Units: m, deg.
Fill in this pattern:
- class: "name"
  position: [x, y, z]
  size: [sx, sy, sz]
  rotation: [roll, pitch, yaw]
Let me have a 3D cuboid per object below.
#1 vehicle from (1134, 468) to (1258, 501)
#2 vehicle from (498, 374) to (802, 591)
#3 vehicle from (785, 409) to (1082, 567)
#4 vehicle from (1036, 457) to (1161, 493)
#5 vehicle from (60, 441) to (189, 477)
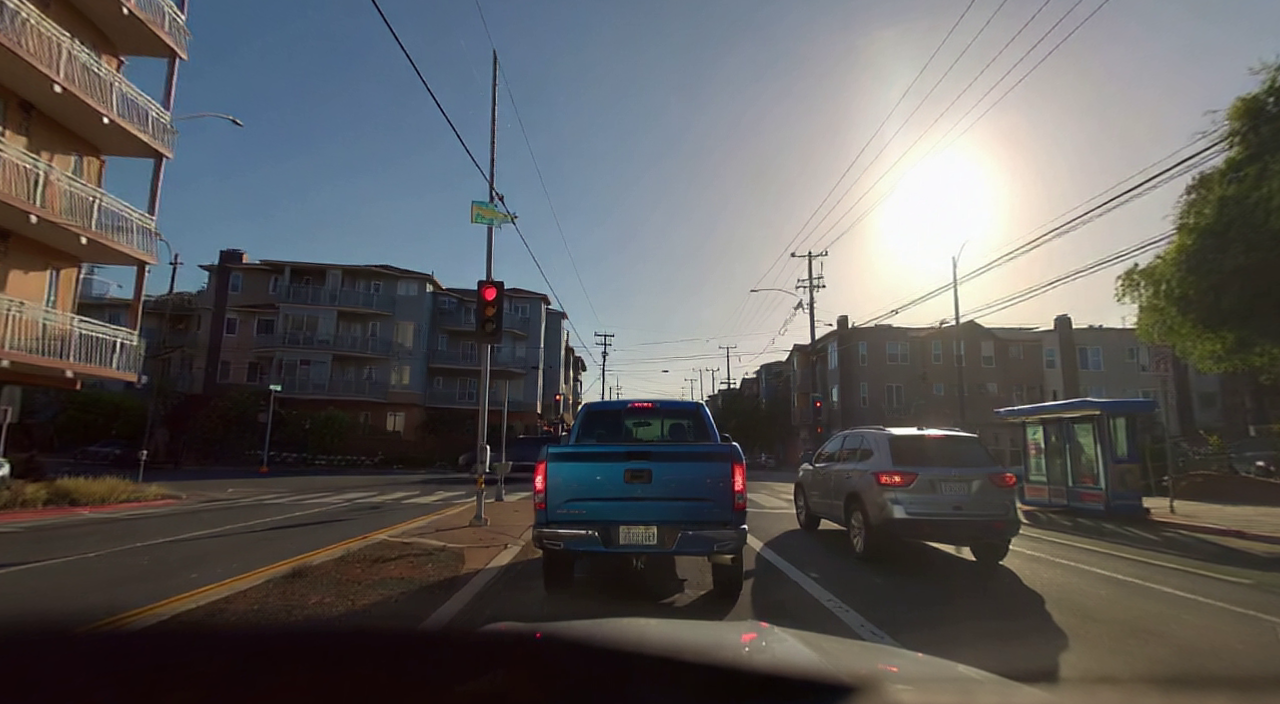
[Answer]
- class: "vehicle"
  position: [26.377, 6.287, 30.003]
  size: [4.071, 1.388, 1.884]
  rotation: [0, -8, 1]
- class: "vehicle"
  position: [0.118, 1.555, 8.317]
  size: [2.738, 1.959, 5.070]
  rotation: [0, -8, 1]
- class: "vehicle"
  position: [3.843, 1.873, 9.500]
  size: [2.131, 1.759, 4.762]
  rotation: [0, -8, -1]
- class: "vehicle"
  position: [21.836, 5.860, 30.162]
  size: [4.498, 1.618, 1.843]
  rotation: [0, -8, 0]
- class: "vehicle"
  position: [-24.841, 5.155, 30.480]
  size: [4.563, 1.692, 1.778]
  rotation: [0, -8, -1]
